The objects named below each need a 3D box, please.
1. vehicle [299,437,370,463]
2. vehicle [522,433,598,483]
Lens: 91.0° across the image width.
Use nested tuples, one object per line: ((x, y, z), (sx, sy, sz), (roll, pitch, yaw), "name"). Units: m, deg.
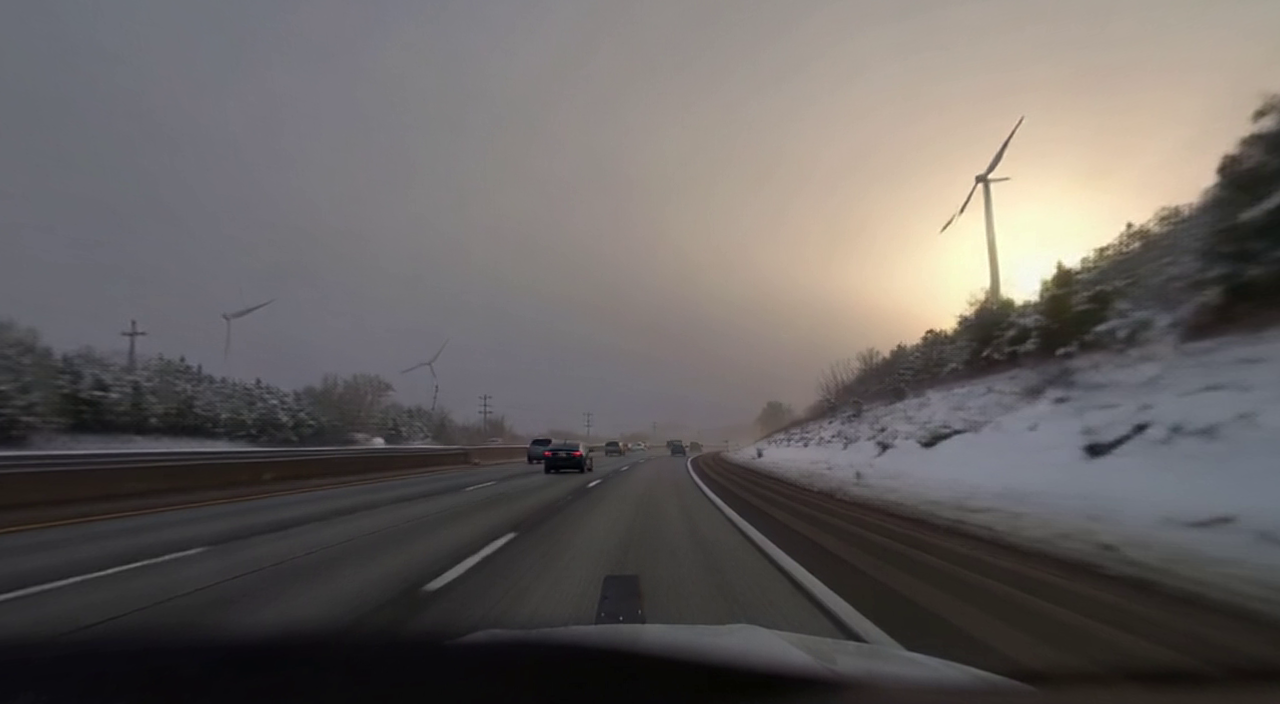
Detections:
((-19.859, 6.391, 41.220), (2.043, 1.569, 4.811), (0, -9, 3), "vehicle")
((-2.909, 3.982, 23.957), (2.118, 1.702, 4.355), (0, -9, 3), "vehicle")
